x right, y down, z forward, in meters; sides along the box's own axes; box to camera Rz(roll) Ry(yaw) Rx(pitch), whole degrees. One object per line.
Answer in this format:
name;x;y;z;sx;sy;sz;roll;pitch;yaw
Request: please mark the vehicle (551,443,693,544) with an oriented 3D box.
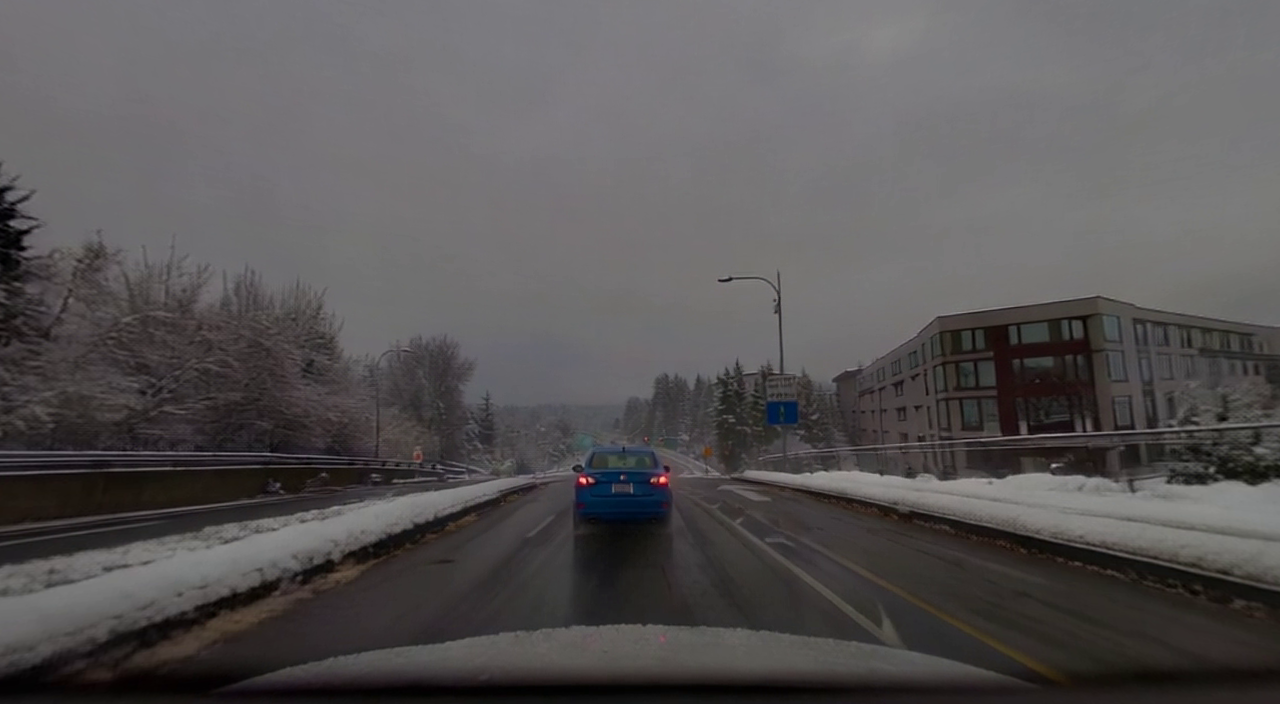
vehicle;-0.280;2.376;11.210;2.063;1.442;3.933;0;-9;0
